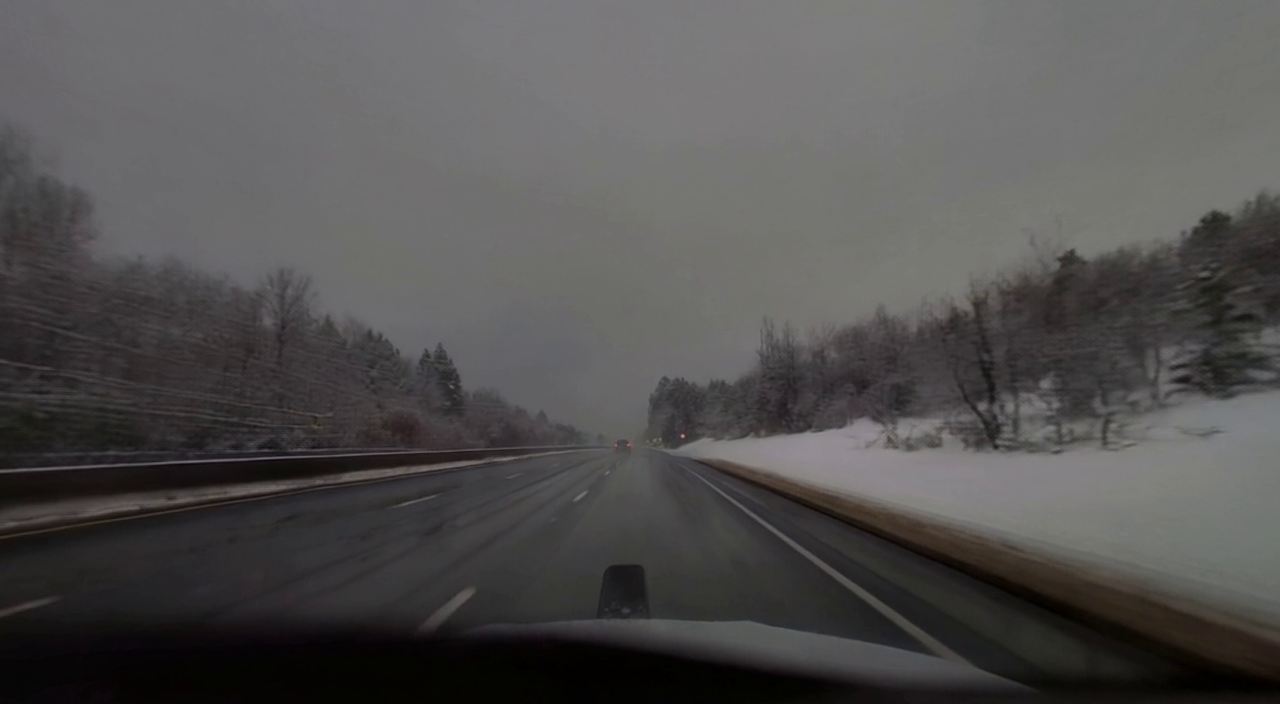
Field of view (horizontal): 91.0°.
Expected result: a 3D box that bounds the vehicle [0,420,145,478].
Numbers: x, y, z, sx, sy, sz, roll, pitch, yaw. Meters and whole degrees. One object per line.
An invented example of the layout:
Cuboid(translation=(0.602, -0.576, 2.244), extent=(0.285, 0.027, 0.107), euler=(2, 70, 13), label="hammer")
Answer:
Cuboid(translation=(-46.290, 7.472, 49.066), extent=(2.914, 3.973, 17.272), euler=(2, -8, -5), label="vehicle")
